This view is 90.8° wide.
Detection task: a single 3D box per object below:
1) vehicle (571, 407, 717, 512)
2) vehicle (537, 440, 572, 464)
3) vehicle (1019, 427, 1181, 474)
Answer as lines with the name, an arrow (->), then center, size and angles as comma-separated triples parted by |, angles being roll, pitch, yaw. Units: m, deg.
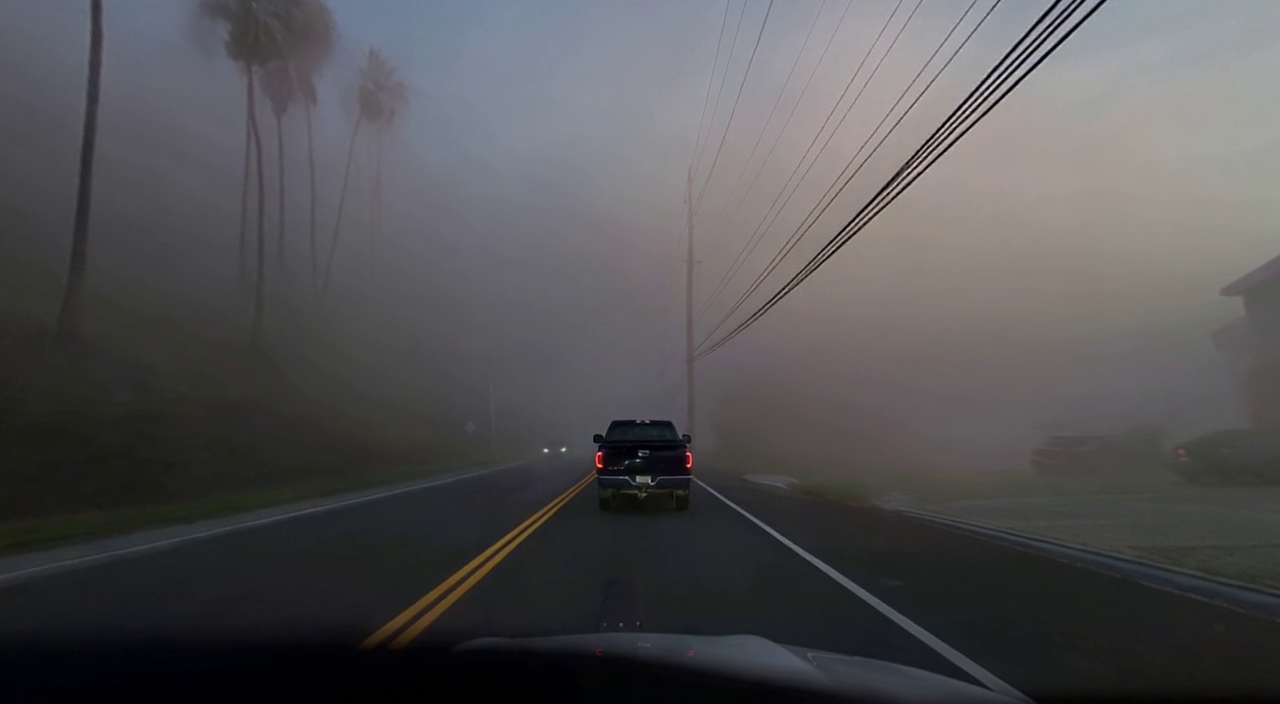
vehicle -> 0.021, 2.554, 15.419 | 2.848, 2.047, 5.885 | 0, -8, -1
vehicle -> -6.289, 7.399, 46.914 | 2.140, 1.706, 4.229 | 0, -8, -1
vehicle -> 20.326, 4.402, 28.456 | 2.277, 1.836, 6.267 | 0, -8, -4
